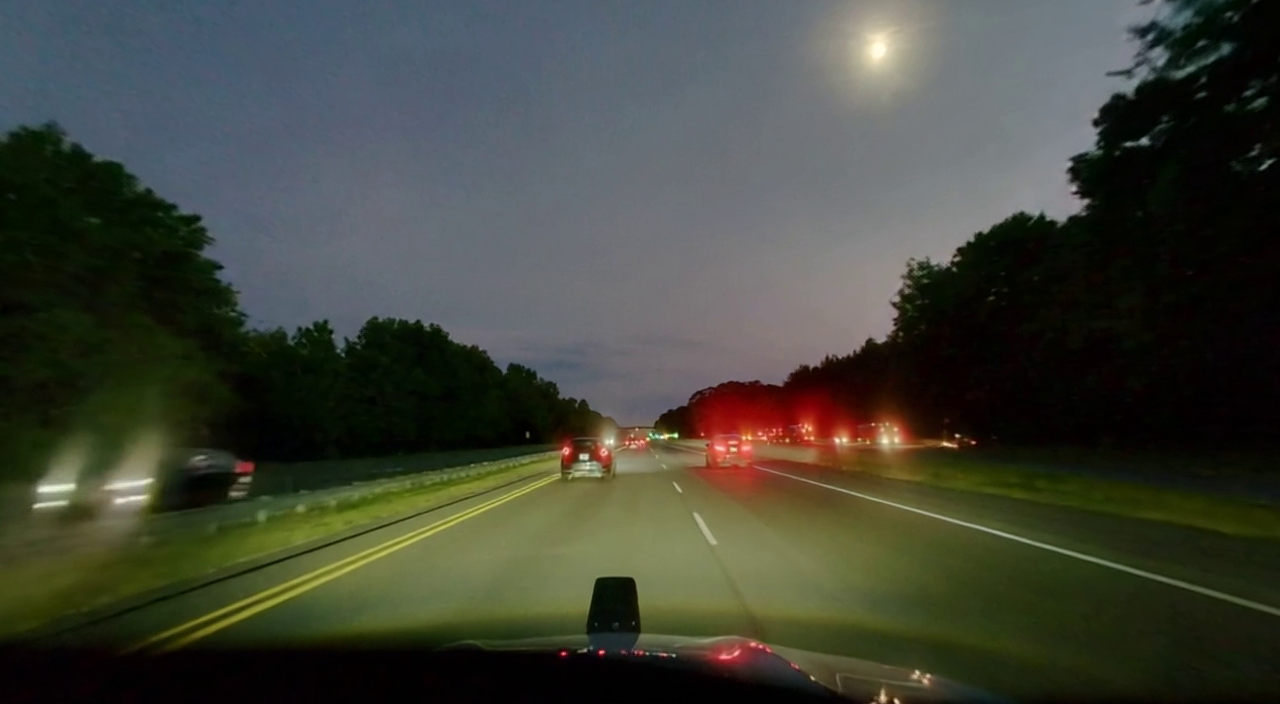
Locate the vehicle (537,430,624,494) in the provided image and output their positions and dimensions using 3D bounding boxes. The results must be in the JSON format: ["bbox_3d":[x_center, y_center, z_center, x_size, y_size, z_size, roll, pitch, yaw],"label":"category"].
[{"bbox_3d":[-1.442,2.822,16.610,1.897,1.479,3.724,0,-8,1],"label":"vehicle"}]

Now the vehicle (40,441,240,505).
[{"bbox_3d":[-13.747,3.297,17.743,1.819,1.504,4.608,0,-8,1],"label":"vehicle"}]

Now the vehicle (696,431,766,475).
[{"bbox_3d":[3.378,3.826,24.177,2.010,1.508,4.285,0,-8,0],"label":"vehicle"}]
